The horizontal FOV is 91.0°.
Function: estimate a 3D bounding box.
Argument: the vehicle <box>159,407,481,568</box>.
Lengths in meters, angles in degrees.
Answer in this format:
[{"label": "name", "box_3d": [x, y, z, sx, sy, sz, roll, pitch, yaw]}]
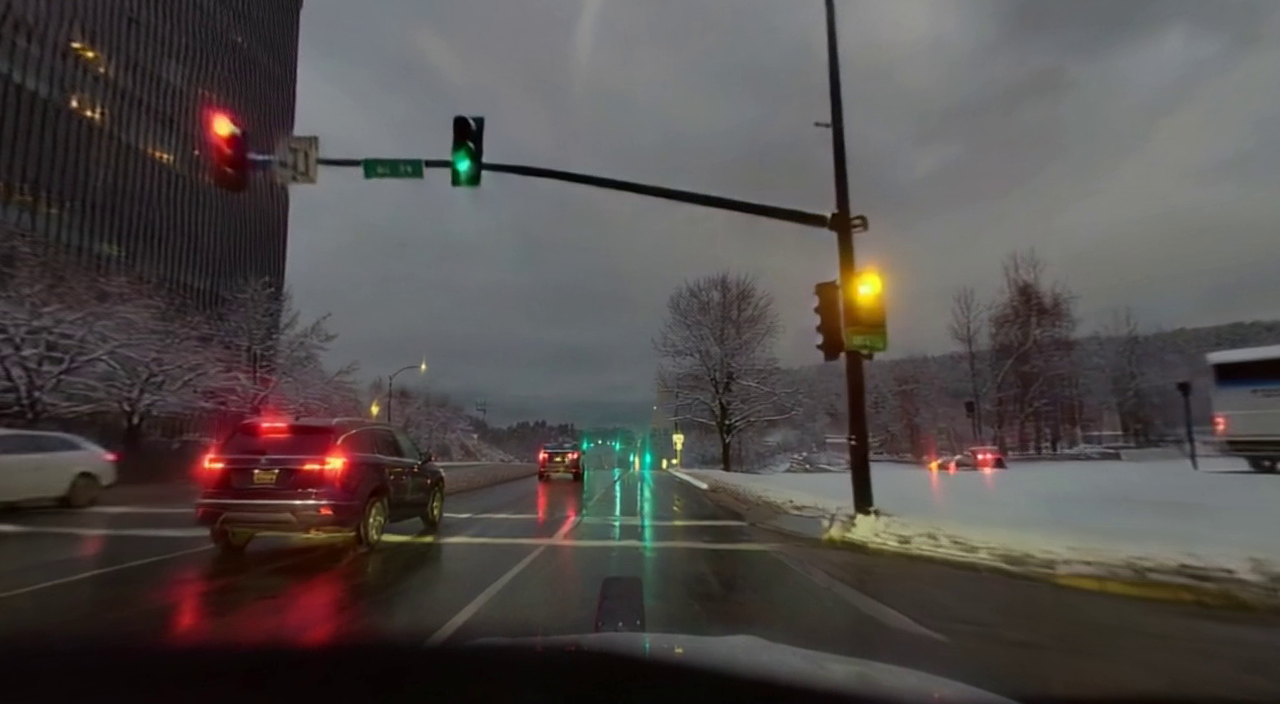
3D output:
[{"label": "vehicle", "box_3d": [-4.100, 1.837, 9.258, 2.169, 1.741, 4.588, 0, -9, 2]}]

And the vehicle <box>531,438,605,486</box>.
[{"label": "vehicle", "box_3d": [-2.942, 4.694, 27.118, 2.384, 1.849, 5.009, 0, -9, 3]}]

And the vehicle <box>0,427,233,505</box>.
[{"label": "vehicle", "box_3d": [-12.115, 2.613, 14.775, 2.064, 1.531, 4.397, 0, -9, 1]}]
